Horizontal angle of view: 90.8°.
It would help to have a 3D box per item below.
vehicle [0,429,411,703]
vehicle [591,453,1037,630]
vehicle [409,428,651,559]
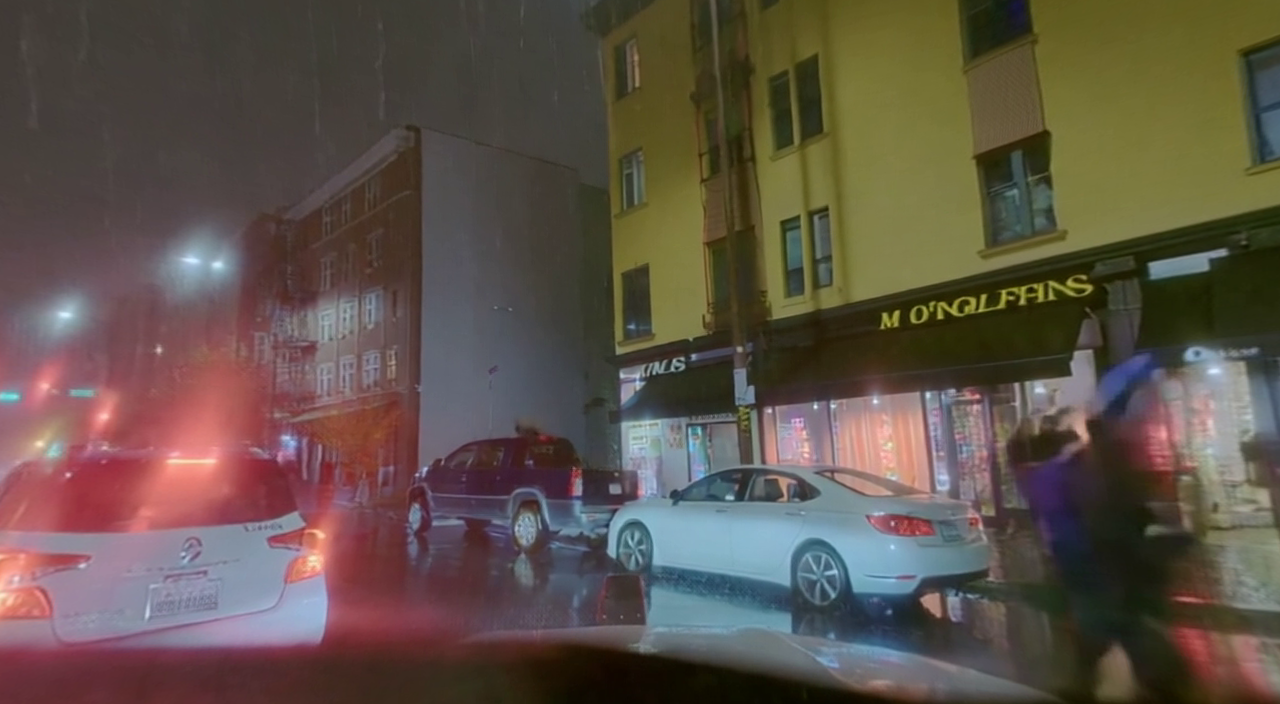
[{"bbox_3d":[-3.488,1.306,4.235,4.330,1.458,1.932,-8,-12,44],"label":"vehicle"},{"bbox_3d":[1.750,1.955,7.633,4.830,1.421,1.826,-8,-11,41],"label":"vehicle"},{"bbox_3d":[-2.133,2.377,11.379,4.580,1.853,1.862,-8,-12,42],"label":"vehicle"}]
